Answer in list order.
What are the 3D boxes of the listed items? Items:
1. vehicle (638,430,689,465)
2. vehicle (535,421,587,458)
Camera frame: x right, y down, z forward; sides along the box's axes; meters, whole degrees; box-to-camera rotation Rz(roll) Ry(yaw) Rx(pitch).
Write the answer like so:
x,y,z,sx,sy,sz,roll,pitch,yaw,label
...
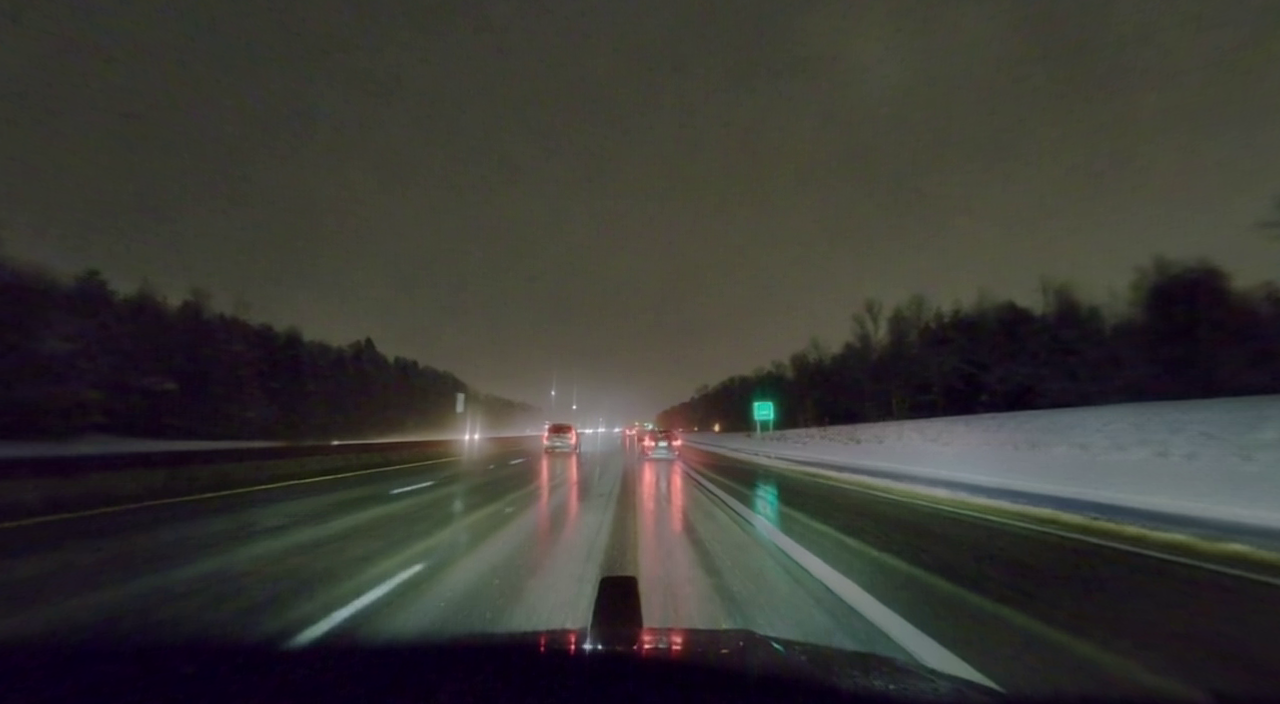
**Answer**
x,y,z,sx,sy,sz,roll,pitch,yaw,label
0.986,4.287,28.431,1.948,1.470,3.913,0,-8,-3,vehicle
-4.299,4.853,34.931,2.251,1.938,4.708,0,-8,0,vehicle
